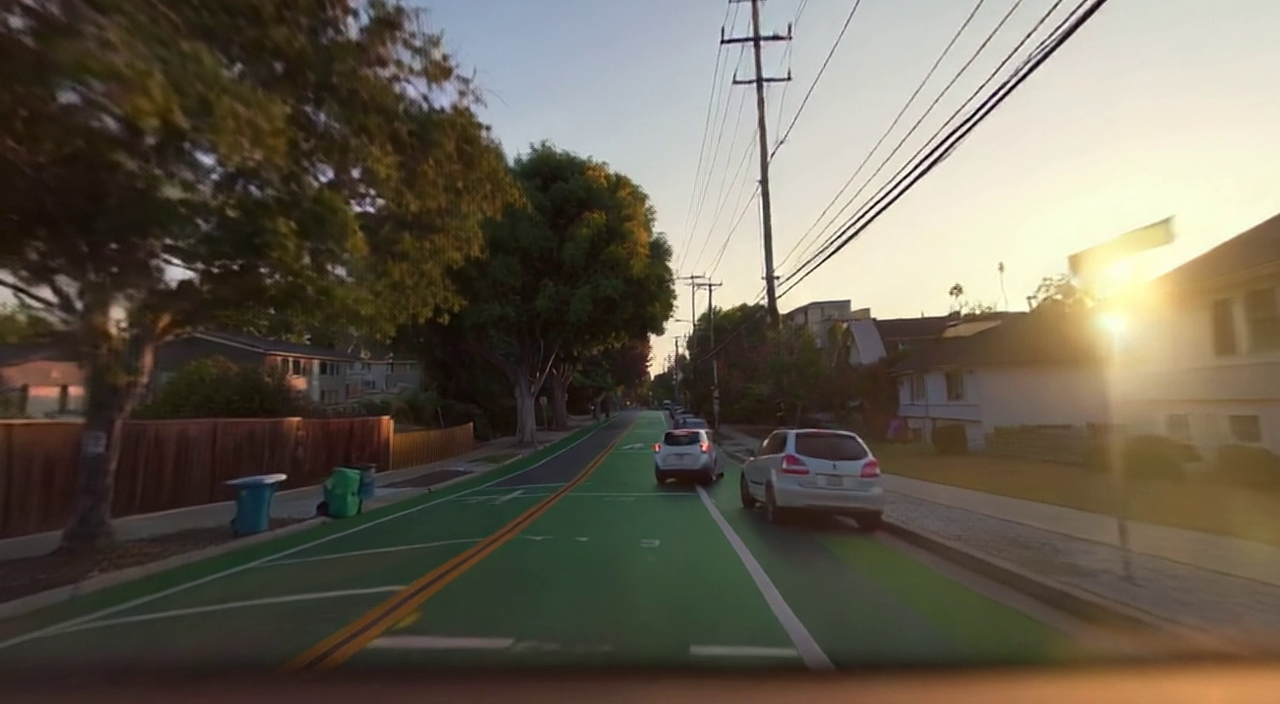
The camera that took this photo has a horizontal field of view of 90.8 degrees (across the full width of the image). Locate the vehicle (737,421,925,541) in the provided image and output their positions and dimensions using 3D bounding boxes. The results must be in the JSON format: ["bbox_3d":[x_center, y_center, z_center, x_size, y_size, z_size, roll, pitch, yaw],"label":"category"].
[{"bbox_3d":[3.084,2.171,11.329,1.909,1.694,4.472,0,-8,-1],"label":"vehicle"}]

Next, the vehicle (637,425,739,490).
[{"bbox_3d":[1.559,2.972,18.191,2.235,1.500,4.496,1,-8,13],"label":"vehicle"}]
